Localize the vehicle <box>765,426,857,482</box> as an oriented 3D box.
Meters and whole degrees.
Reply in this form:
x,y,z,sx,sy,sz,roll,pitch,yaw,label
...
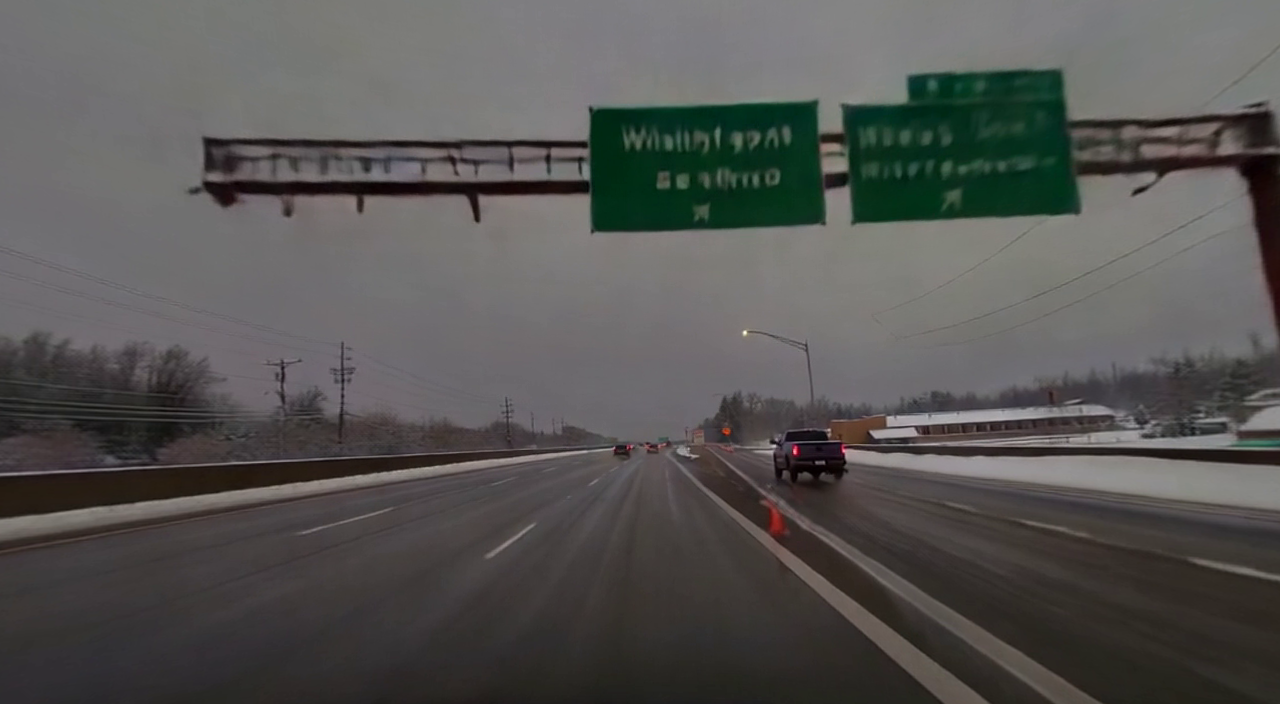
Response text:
x,y,z,sx,sy,sz,roll,pitch,yaw,label
6.250,3.812,23.754,2.186,1.840,5.289,-1,-8,3,vehicle
